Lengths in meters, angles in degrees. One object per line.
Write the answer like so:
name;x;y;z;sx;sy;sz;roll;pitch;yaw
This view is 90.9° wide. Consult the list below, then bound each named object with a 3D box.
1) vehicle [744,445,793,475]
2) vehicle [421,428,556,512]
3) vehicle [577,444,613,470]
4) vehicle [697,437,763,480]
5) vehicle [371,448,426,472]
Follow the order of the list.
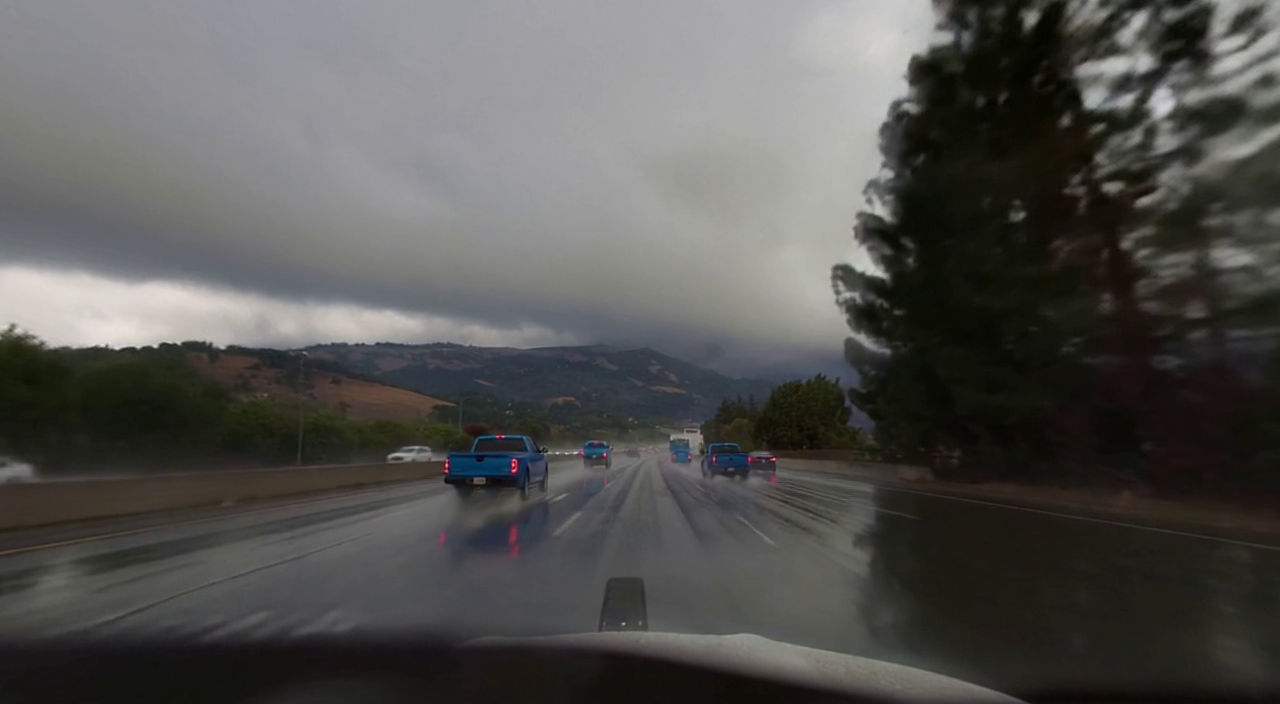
vehicle;8.013;6.772;39.752;2.104;1.724;4.701;0;-8;0
vehicle;-3.736;3.023;16.768;2.227;1.853;5.161;-1;-8;1
vehicle;-3.247;7.725;46.441;2.235;1.785;4.386;-1;-8;1
vehicle;4.401;5.337;31.959;2.424;1.952;5.611;0;-8;-1
vehicle;-16.926;7.577;44.443;1.963;1.590;4.486;-1;-8;1
